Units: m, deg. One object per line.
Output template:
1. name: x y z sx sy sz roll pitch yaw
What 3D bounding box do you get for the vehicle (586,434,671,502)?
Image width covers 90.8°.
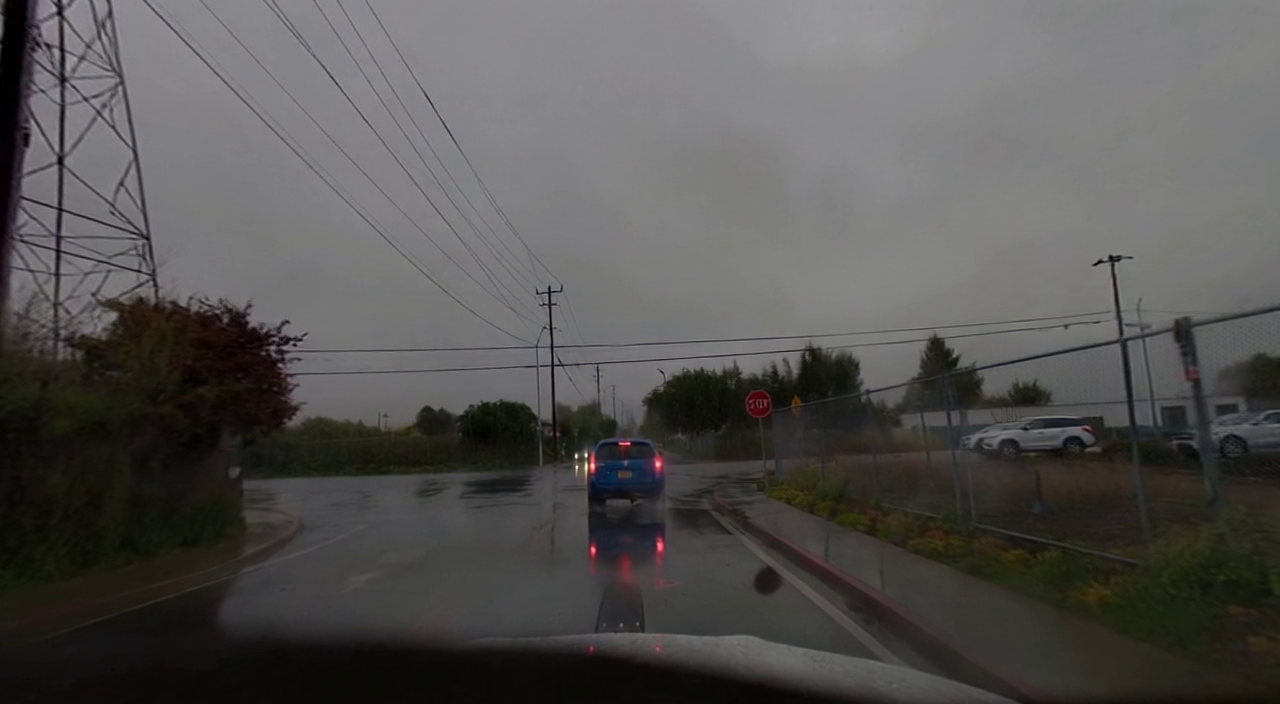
1. vehicle: -0.388 3.224 18.036 2.137 1.698 4.166 0 -8 -3
